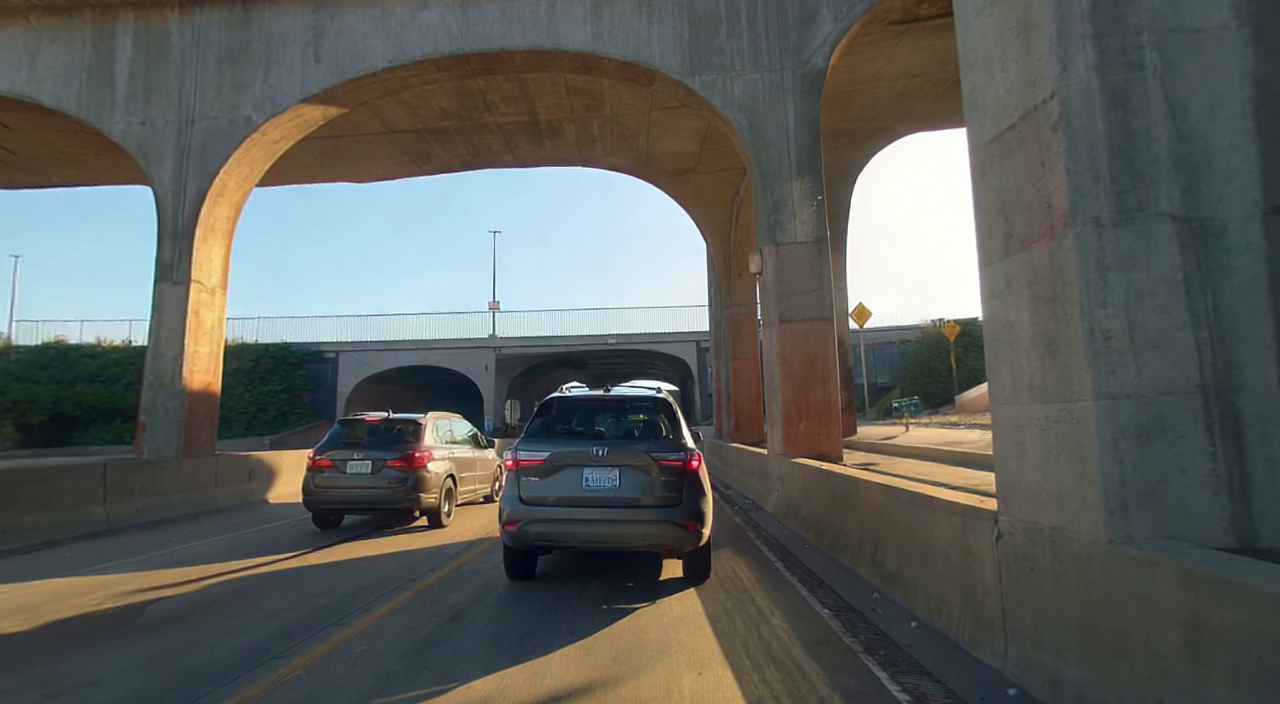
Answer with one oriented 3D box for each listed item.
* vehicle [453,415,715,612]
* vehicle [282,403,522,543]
[{"bbox_3d":[-0.315,1.540,6.951,2.020,1.478,4.092,-1,-8,4],"label":"vehicle"},{"bbox_3d":[-3.458,1.873,10.354,2.017,1.761,4.572,0,-8,2],"label":"vehicle"}]
